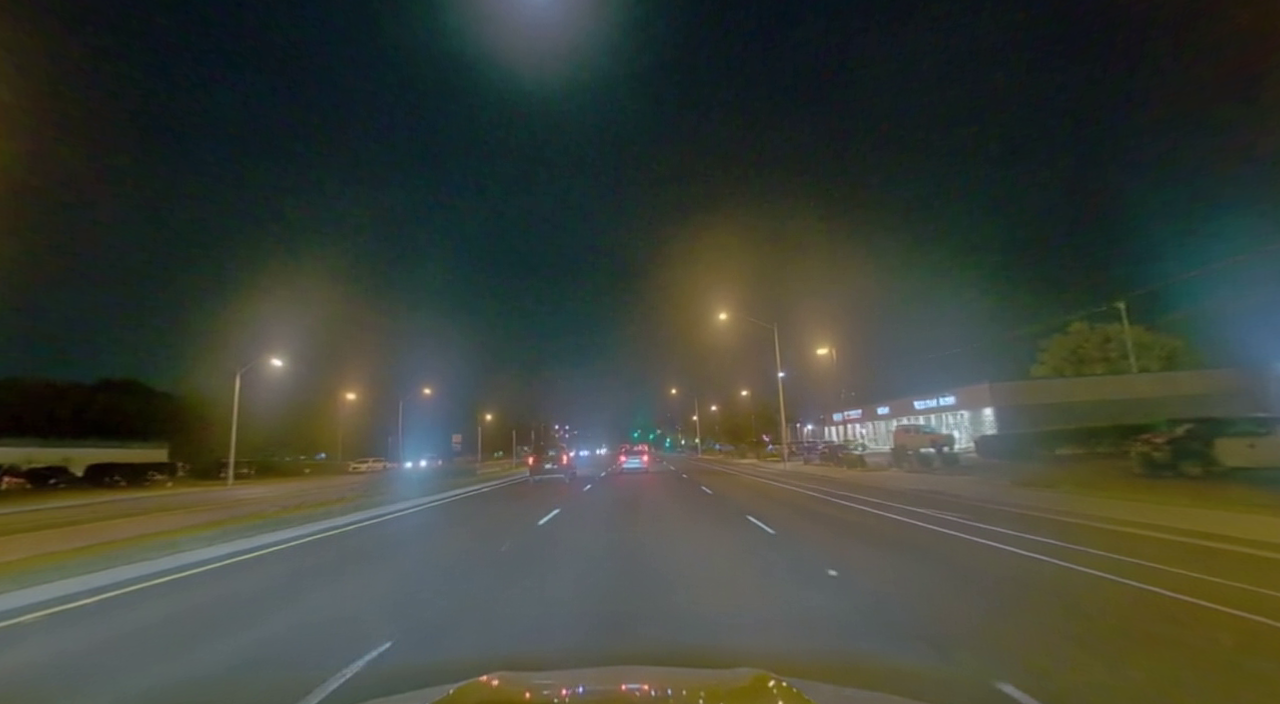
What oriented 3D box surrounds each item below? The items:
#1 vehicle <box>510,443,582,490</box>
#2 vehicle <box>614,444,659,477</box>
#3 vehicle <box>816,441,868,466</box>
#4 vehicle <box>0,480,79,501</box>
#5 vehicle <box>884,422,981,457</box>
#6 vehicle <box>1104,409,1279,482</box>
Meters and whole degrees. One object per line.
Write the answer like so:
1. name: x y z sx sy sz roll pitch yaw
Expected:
1. vehicle: -3.283 4.068 22.790 1.939 1.496 4.309 0 -9 0
2. vehicle: -0.178 5.195 30.405 2.019 1.459 4.005 0 -9 0
3. vehicle: 13.181 6.651 41.398 1.914 1.523 4.747 -1 -9 2
4. vehicle: -45.245 10.434 47.437 4.184 1.450 1.871 -1 -9 1
5. vehicle: 19.876 5.999 43.085 5.511 2.262 2.351 -2 -9 14
6. vehicle: 14.456 2.288 15.476 4.464 1.643 2.001 0 -9 -1
